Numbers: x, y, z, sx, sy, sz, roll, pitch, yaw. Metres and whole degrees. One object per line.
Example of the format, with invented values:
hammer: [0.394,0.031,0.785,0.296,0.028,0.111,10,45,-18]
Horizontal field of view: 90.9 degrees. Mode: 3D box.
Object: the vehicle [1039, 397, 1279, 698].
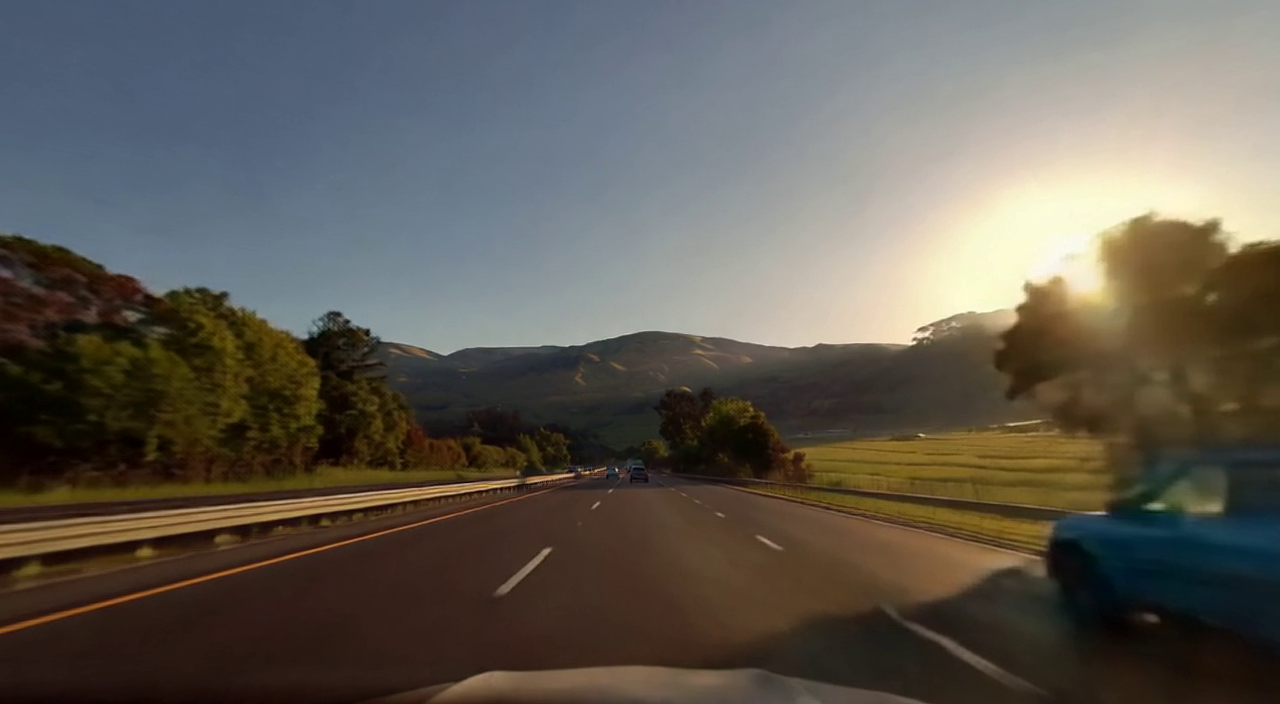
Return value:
vehicle: [4.888,1.144,3.577,2.089,1.770,4.571,1,-11,-2]
